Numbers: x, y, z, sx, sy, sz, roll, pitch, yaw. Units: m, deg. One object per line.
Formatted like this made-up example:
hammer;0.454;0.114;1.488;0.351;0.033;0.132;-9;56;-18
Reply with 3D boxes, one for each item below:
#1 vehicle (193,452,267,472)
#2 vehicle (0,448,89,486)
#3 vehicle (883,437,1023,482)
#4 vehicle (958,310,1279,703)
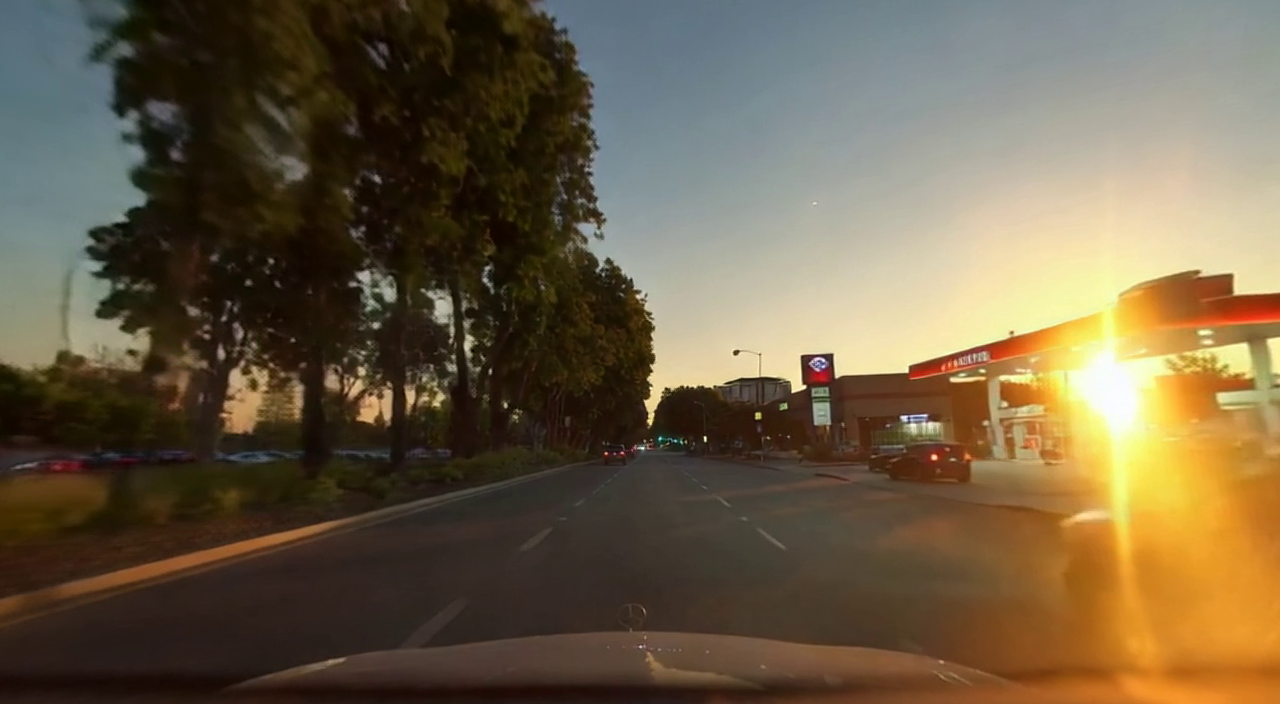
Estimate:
vehicle;-31.227;8.381;48.065;4.275;1.411;1.968;-1;-8;3
vehicle;-31.254;5.769;31.969;2.059;1.782;5.016;1;-9;-1
vehicle;12.029;4.140;24.411;4.359;1.656;1.894;0;-9;-4
vehicle;3.334;0.705;1.959;2.151;1.771;4.792;0;-9;0
